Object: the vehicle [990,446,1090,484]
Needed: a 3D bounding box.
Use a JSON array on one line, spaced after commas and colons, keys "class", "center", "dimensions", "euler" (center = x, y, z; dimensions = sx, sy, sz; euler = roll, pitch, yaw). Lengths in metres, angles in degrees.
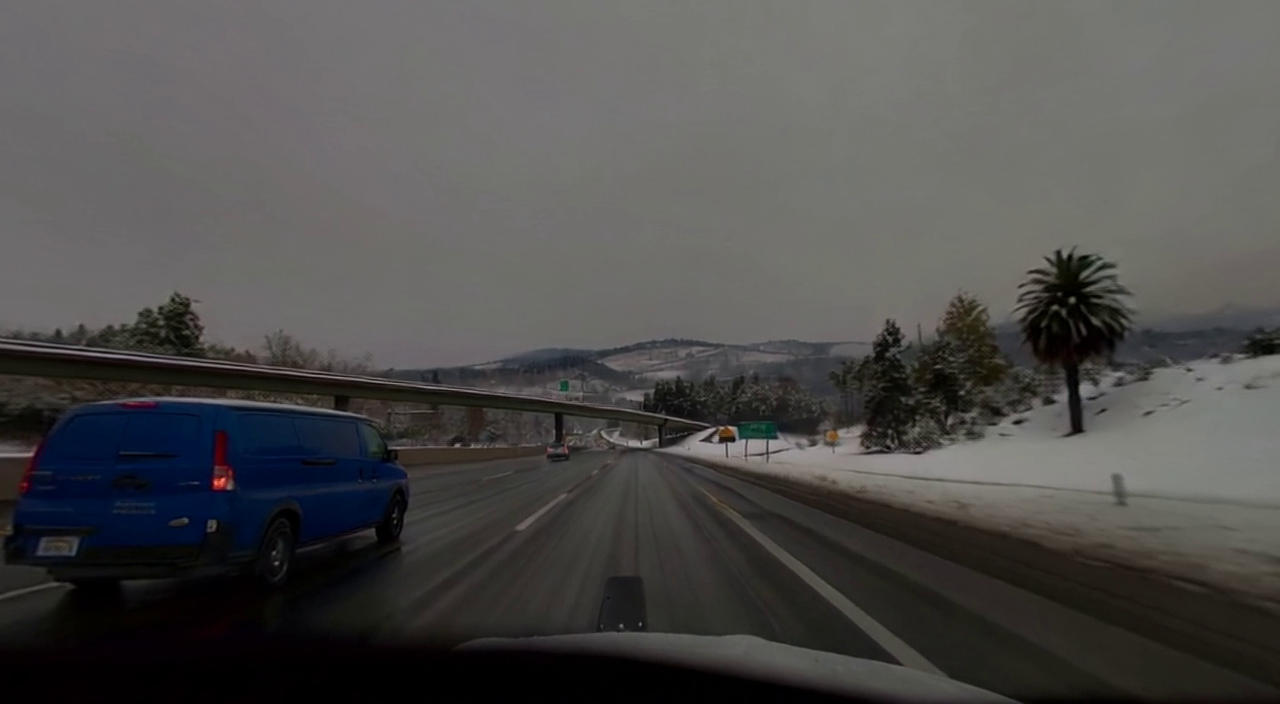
[{"class": "vehicle", "center": [20.266, 5.709, 32.089], "dimensions": [2.294, 1.737, 4.708], "euler": [-1, -8, 5]}]
